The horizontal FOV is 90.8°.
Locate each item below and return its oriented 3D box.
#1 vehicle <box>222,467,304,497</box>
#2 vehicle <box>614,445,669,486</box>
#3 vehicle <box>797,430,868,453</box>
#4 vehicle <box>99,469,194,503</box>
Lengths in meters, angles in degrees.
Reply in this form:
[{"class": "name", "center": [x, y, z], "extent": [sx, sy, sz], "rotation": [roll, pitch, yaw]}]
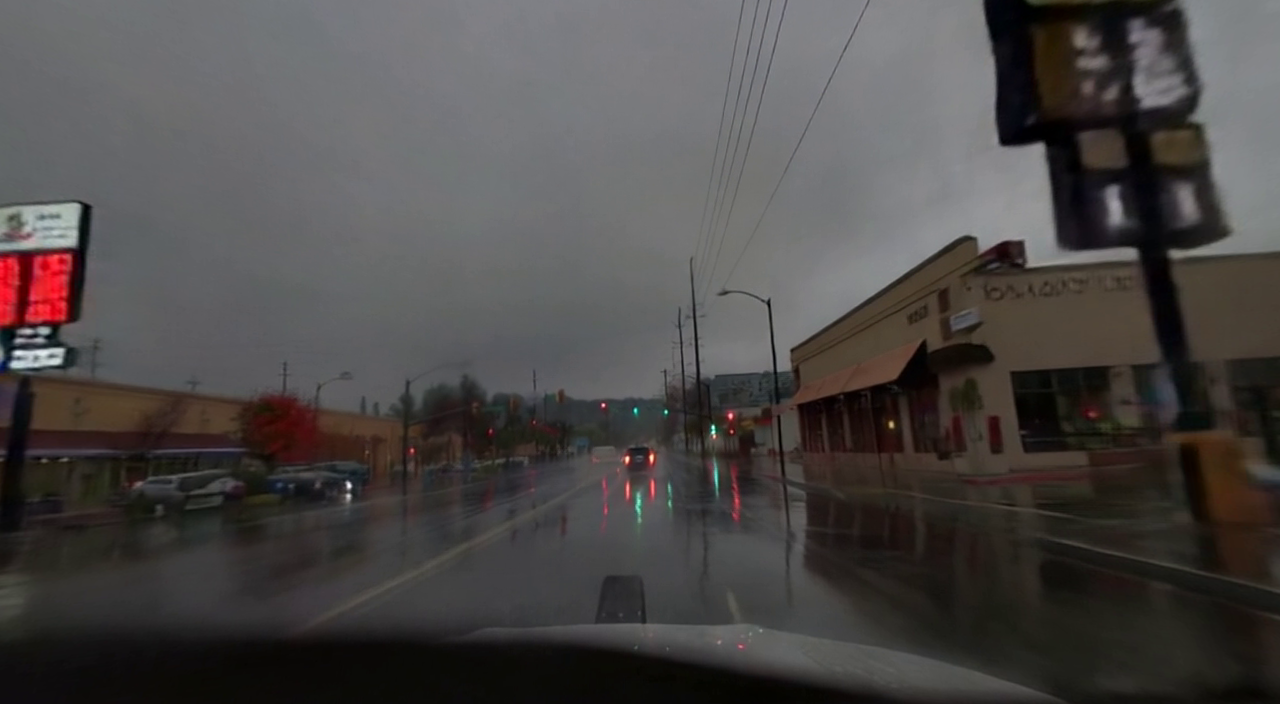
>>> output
[{"class": "vehicle", "center": [-24.333, 8.335, 40.800], "extent": [4.310, 1.663, 1.881], "rotation": [6, -10, -34]}, {"class": "vehicle", "center": [0.124, 4.410, 24.915], "extent": [1.977, 1.451, 4.032], "rotation": [-1, -9, 3]}, {"class": "vehicle", "center": [13.871, 6.468, 45.762], "extent": [4.466, 1.553, 2.060], "rotation": [1, -7, -1]}, {"class": "vehicle", "center": [-29.659, 8.008, 38.073], "extent": [4.261, 1.756, 1.915], "rotation": [7, -11, -38]}]
